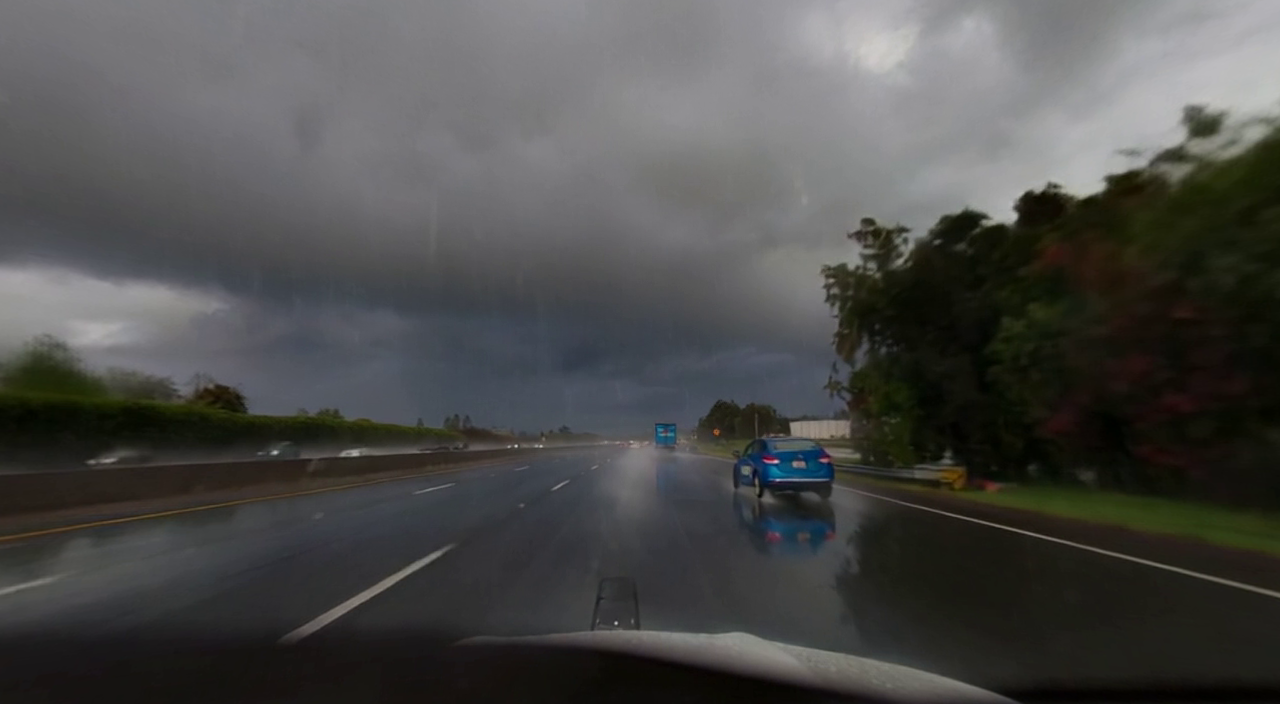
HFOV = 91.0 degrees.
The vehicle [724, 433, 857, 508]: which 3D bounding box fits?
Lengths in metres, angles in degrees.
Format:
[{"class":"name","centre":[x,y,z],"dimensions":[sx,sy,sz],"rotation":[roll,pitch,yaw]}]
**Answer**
[{"class":"vehicle","centre":[3.308,2.673,14.737],"dimensions":[2.048,1.482,3.956],"rotation":[0,-8,-1]}]
